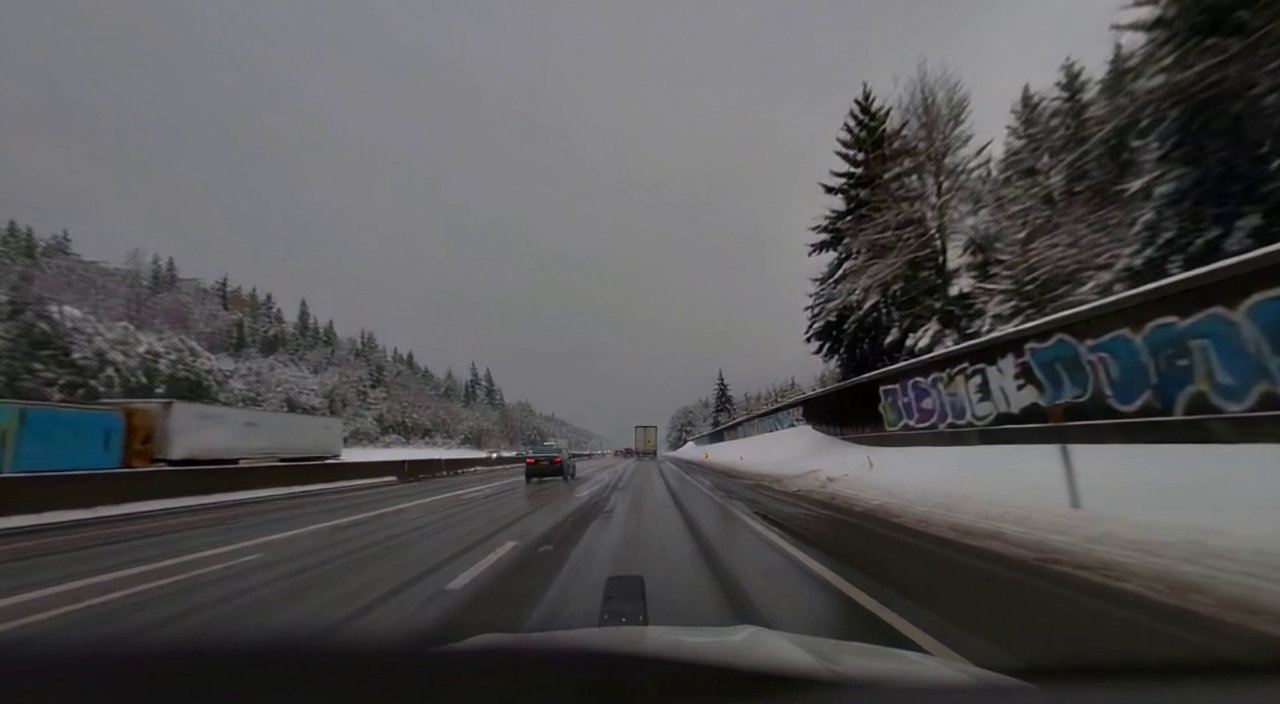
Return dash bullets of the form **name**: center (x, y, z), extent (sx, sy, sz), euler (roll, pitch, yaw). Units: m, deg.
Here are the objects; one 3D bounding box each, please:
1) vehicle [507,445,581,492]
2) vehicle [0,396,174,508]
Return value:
- **vehicle**: center (-3.195, 3.975, 21.861), extent (1.803, 1.466, 4.509), euler (0, -9, 1)
- **vehicle**: center (-22.447, 3.737, 23.561), extent (3.241, 3.624, 8.590), euler (0, -9, 1)
